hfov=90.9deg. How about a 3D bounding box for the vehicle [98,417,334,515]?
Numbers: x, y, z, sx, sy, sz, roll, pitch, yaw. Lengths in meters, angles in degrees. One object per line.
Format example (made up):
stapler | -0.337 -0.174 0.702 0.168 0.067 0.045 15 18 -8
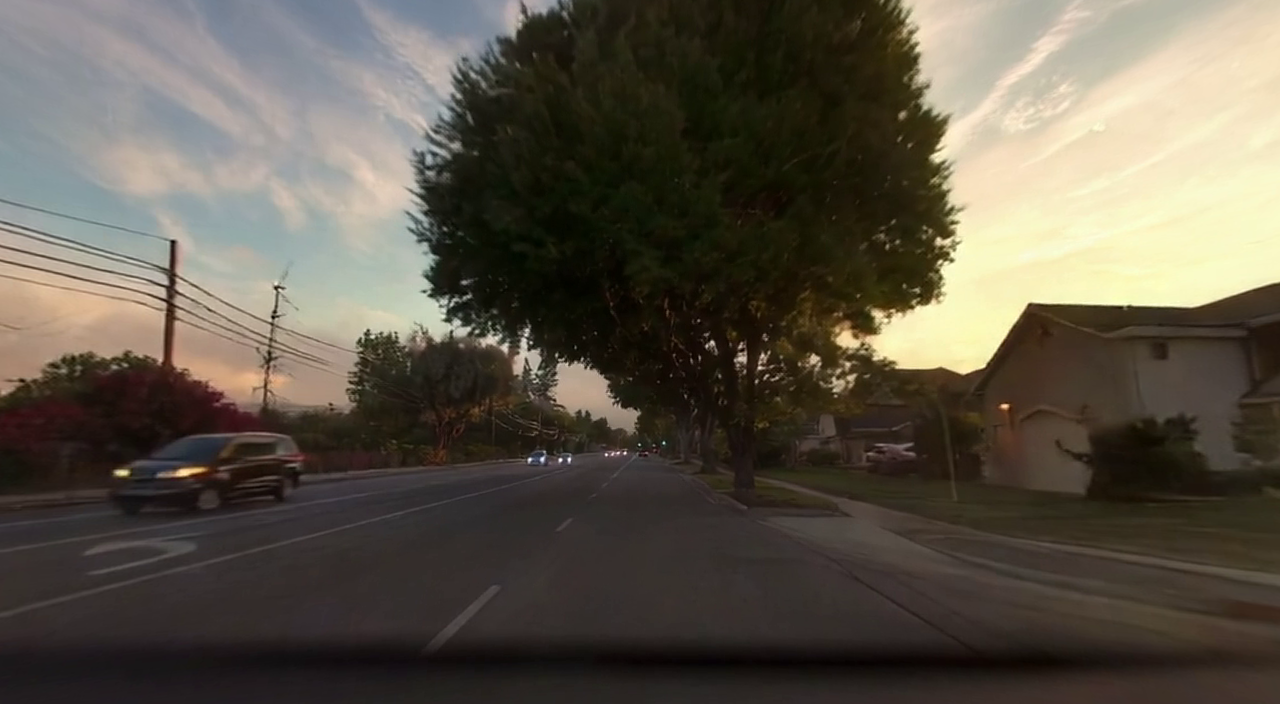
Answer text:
vehicle | -9.267 2.537 14.440 2.057 1.865 4.626 0 -9 1

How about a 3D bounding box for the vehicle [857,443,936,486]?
vehicle | 10.754 4.727 26.698 1.737 1.633 3.268 -1 -9 -4
